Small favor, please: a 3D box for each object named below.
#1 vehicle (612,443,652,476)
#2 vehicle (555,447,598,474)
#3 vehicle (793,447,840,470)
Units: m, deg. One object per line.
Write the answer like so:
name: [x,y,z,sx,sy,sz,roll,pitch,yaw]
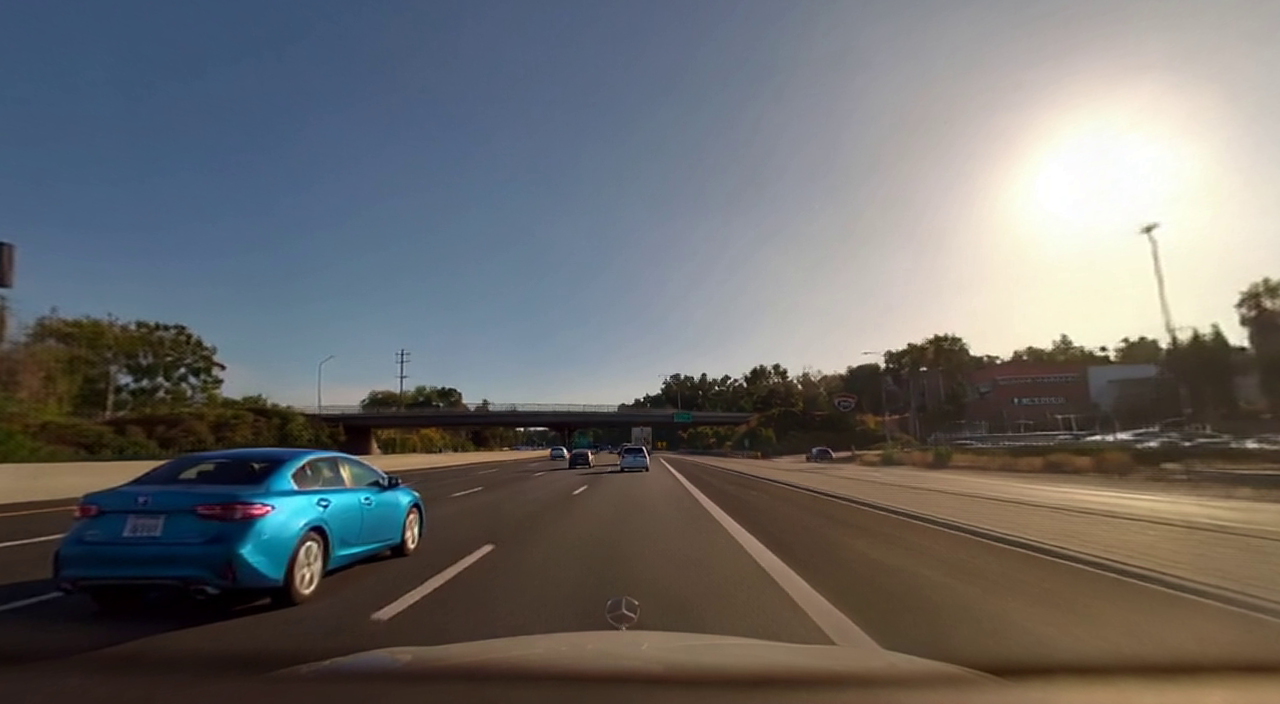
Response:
vehicle: [-0.373,5.910,34.889,2.102,1.692,4.057,0,-9,1]
vehicle: [-3.848,6.654,38.835,2.071,1.553,4.388,0,-9,2]
vehicle: [13.864,8.376,49.749,2.246,1.760,4.640,0,-9,-1]
